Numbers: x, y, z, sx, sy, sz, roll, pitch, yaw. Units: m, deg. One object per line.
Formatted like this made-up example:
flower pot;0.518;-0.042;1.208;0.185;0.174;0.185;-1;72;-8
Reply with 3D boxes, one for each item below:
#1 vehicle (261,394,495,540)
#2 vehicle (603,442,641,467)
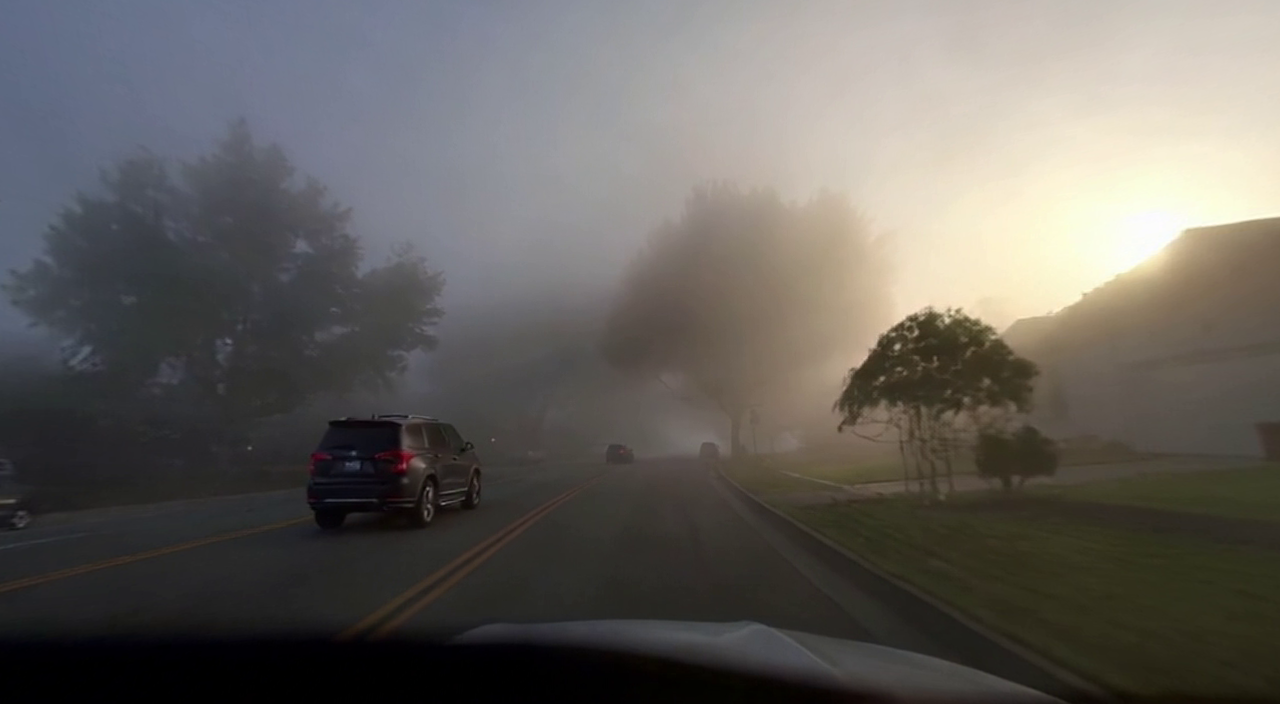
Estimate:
vehicle;-4.370;2.035;11.726;2.085;2.084;5.133;0;-8;1
vehicle;-1.222;7.403;45.748;2.001;1.664;4.174;-2;-9;9
